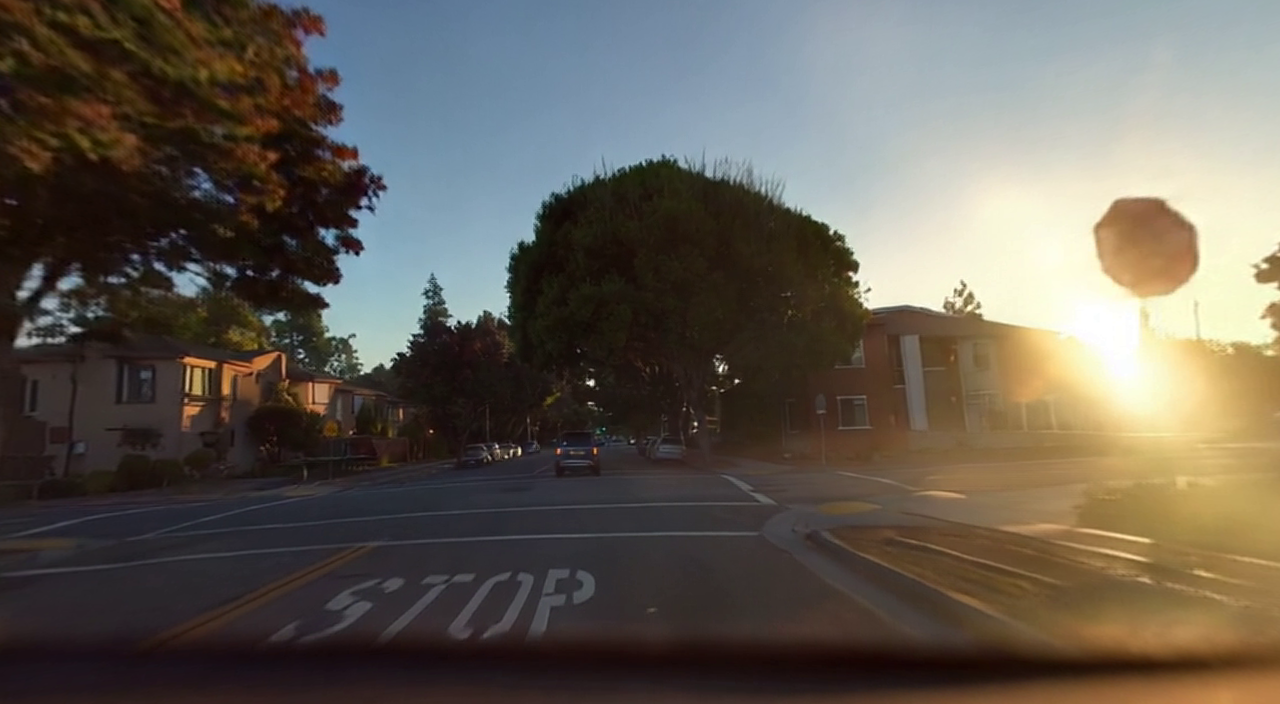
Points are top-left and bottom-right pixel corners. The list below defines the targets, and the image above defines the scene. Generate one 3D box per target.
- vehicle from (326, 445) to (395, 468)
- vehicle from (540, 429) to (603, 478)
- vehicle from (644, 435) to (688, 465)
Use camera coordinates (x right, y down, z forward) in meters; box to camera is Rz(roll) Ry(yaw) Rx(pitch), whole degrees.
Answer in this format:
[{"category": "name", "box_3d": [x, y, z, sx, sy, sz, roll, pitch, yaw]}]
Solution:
[{"category": "vehicle", "box_3d": [-19.069, 7.140, 43.101, 3.806, 1.501, 1.892, 0, -8, -2]}, {"category": "vehicle", "box_3d": [-2.540, 3.907, 24.466, 2.172, 1.722, 4.201, 0, -8, -3]}, {"category": "vehicle", "box_3d": [1.412, 5.524, 35.670, 1.987, 1.608, 3.883, 1, -8, -5]}]
